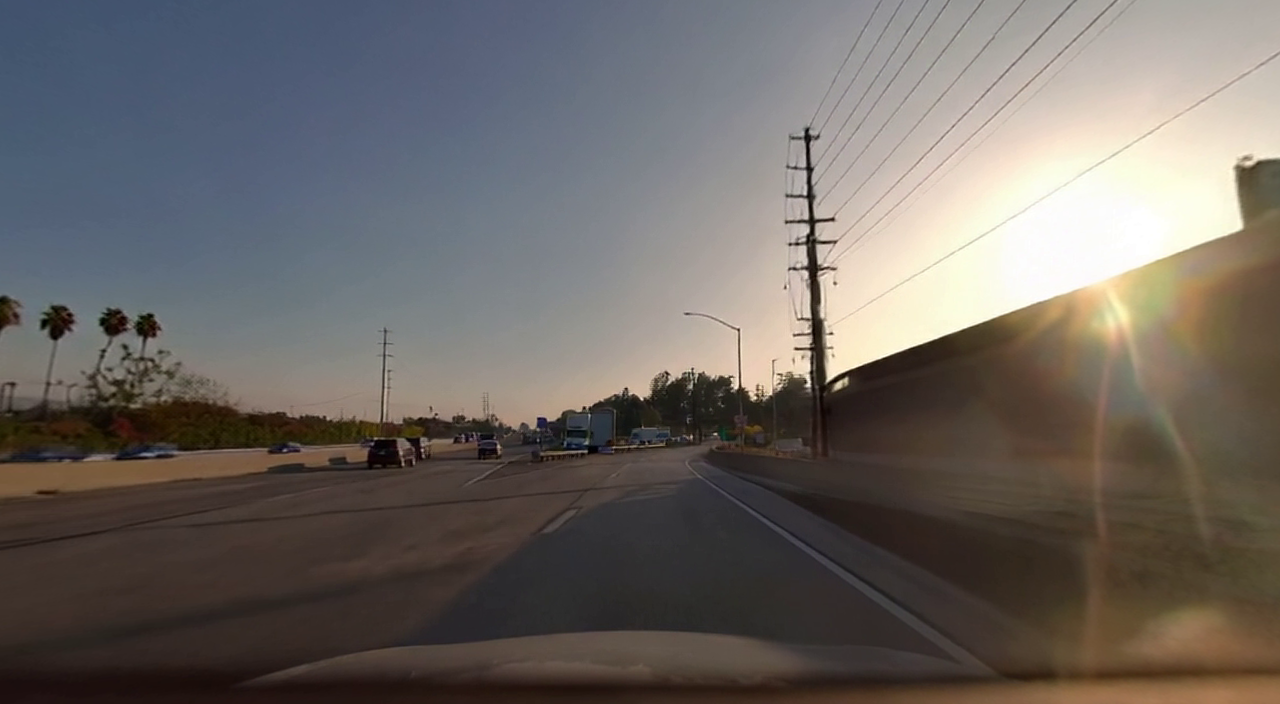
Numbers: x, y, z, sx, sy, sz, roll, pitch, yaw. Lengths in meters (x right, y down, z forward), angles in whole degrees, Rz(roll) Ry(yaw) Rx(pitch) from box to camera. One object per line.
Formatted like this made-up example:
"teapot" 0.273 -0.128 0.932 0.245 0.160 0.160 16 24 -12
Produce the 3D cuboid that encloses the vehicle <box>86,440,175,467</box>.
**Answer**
"vehicle" -37.916 7.561 47.185 2.165 1.848 5.741 0 -8 -4

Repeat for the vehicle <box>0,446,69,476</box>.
"vehicle" -32.584 5.620 32.822 1.833 1.471 4.265 0 -8 -4

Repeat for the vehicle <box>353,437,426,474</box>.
"vehicle" -11.610 4.805 29.536 2.029 1.609 3.935 0 -8 -4
